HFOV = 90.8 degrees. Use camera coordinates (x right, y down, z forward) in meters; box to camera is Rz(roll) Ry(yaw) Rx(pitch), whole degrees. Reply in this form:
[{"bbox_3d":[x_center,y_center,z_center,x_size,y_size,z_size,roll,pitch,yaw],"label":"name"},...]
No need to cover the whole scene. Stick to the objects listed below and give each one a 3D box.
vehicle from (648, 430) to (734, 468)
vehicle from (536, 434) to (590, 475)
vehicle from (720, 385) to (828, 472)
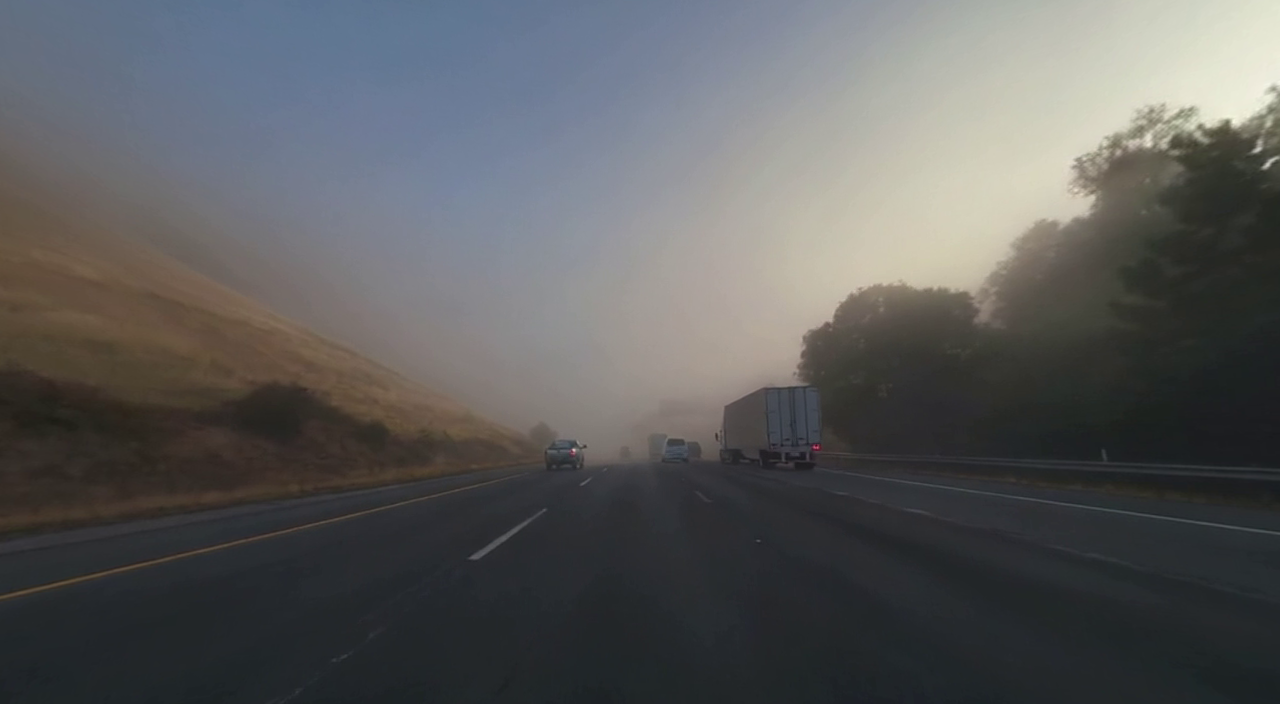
[{"bbox_3d":[3.126,6.055,39.507,5.075,2.277,2.365,0,-9,-2],"label":"vehicle"},{"bbox_3d":[-3.950,5.373,33.297,2.193,1.977,4.759,0,-9,0],"label":"vehicle"},{"bbox_3d":[7.524,4.948,38.893,2.935,4.187,16.357,0,-9,-1],"label":"vehicle"}]
